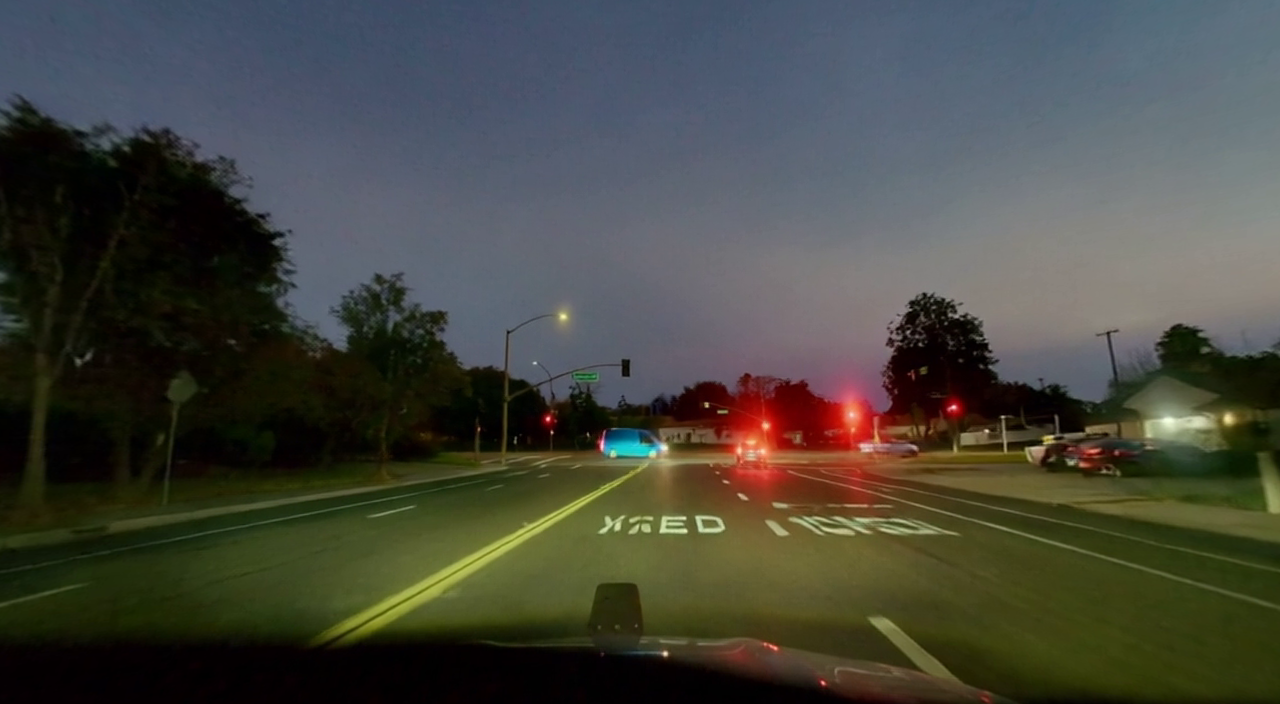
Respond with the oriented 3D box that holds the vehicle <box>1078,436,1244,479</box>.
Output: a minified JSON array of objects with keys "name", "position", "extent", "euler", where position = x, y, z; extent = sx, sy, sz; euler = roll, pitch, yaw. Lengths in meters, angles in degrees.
[{"name":"vehicle","position":[18.356,3.728,22.451],"extent":[4.104,1.449,1.896],"euler":[-1,-8,3]}]

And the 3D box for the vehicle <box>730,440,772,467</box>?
[{"name":"vehicle","position":[6.474,5.958,37.214],"extent":[1.947,1.485,4.336],"euler":[-1,-8,4]}]
